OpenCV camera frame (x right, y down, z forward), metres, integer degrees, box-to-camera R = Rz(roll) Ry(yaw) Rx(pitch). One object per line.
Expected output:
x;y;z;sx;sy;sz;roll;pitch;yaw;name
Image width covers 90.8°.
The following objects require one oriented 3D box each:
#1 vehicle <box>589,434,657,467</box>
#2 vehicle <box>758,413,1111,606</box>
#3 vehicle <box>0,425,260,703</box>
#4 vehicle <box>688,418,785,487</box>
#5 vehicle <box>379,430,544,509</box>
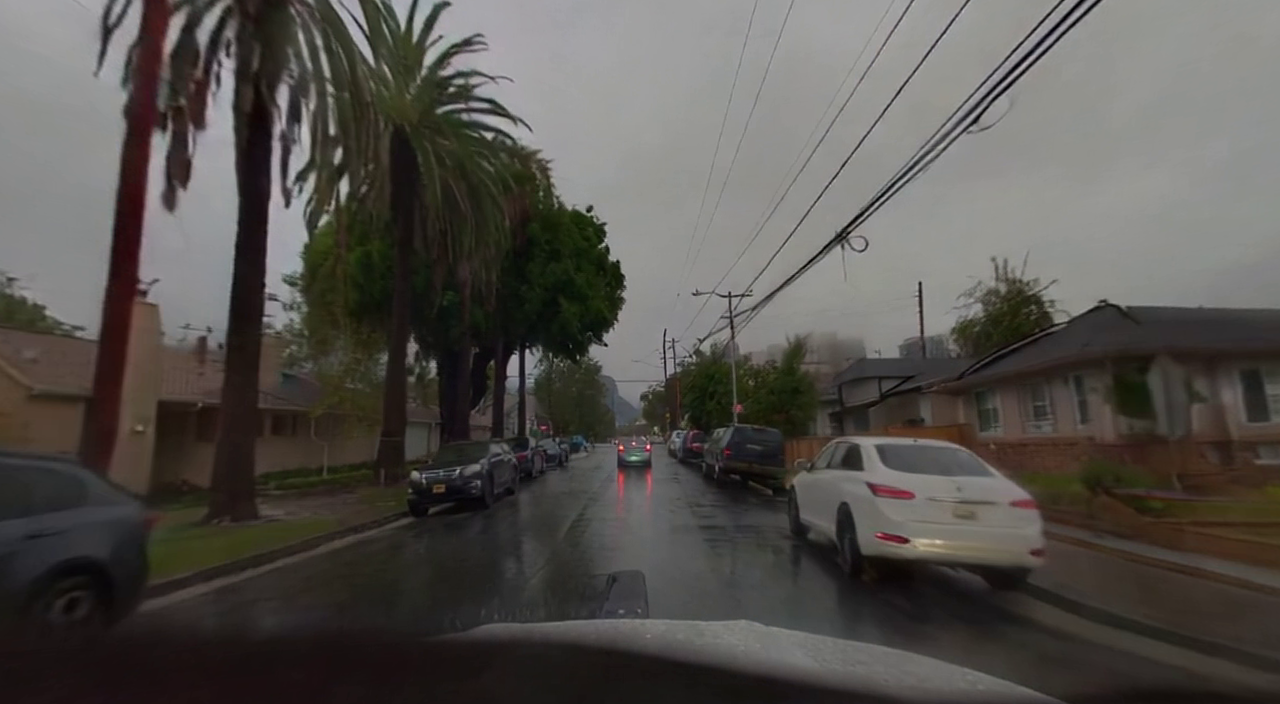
-0.960;4.886;31.490;2.081;1.483;4.599;3;-9;-19;vehicle
2.935;1.681;7.749;2.060;1.614;4.652;0;-8;0;vehicle
-4.135;1.097;2.789;1.769;1.551;5.040;0;-8;0;vehicle
2.991;3.292;20.991;2.292;1.981;5.277;0;-8;-1;vehicle
-3.935;2.716;15.168;2.130;1.543;5.386;-1;-8;3;vehicle
